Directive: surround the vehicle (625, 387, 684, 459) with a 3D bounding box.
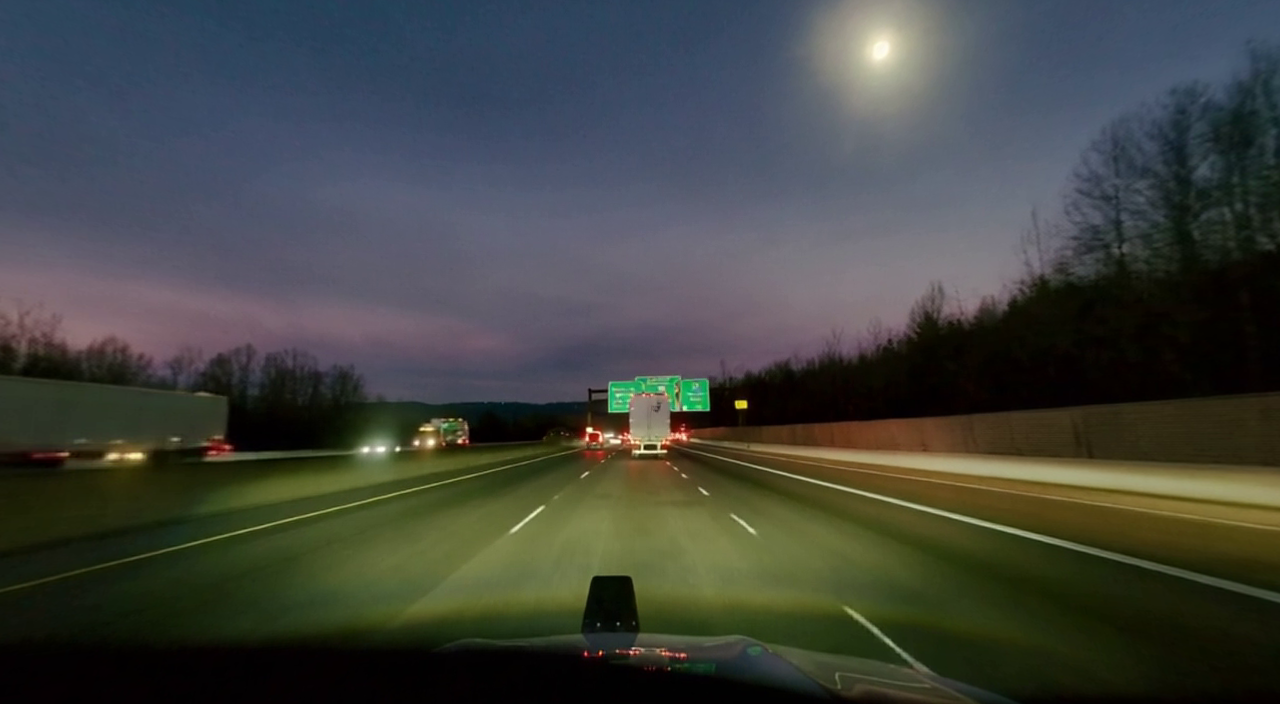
[{"bbox_3d":[0.604,5.083,43.301,2.965,3.972,16.689,0,-8,-2],"label":"vehicle"}]

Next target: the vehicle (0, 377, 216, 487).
[{"bbox_3d":[-25.848,3.739,29.011,2.952,4.139,14.015,0,-8,-1],"label":"vehicle"}]
